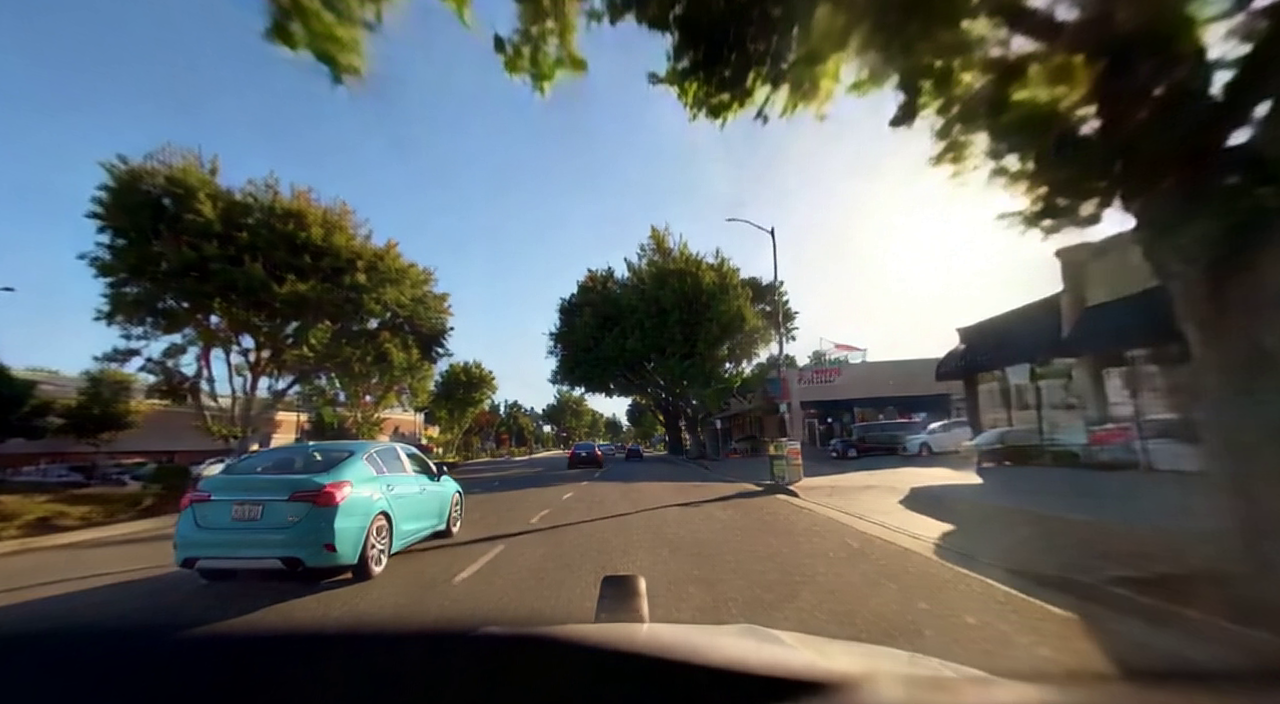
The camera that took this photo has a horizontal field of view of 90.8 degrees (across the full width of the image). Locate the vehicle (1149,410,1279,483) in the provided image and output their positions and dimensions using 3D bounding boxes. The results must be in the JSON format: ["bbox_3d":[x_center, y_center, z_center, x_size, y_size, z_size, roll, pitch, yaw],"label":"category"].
[{"bbox_3d":[13.603,1.989,13.376,4.161,1.410,1.744,0,-9,-3],"label":"vehicle"}]

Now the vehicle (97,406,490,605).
[{"bbox_3d":[-3.466,1.636,7.662,2.126,1.655,4.560,0,-9,1],"label":"vehicle"}]

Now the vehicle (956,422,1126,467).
[{"bbox_3d":[13.452,3.136,21.388,4.470,1.427,1.872,0,-9,-2],"label":"vehicle"}]

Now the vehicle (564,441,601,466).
[{"bbox_3d":[-3.526,6.318,39.360,1.955,1.461,4.396,0,-9,-1],"label":"vehicle"}]

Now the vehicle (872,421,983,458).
[{"bbox_3d":[13.327,4.099,29.482,4.165,1.650,1.946,0,-9,-2],"label":"vehicle"}]

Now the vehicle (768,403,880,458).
[{"bbox_3d":[12.274,5.301,42.570,6.427,3.417,2.845,-2,-8,-2],"label":"vehicle"}]
